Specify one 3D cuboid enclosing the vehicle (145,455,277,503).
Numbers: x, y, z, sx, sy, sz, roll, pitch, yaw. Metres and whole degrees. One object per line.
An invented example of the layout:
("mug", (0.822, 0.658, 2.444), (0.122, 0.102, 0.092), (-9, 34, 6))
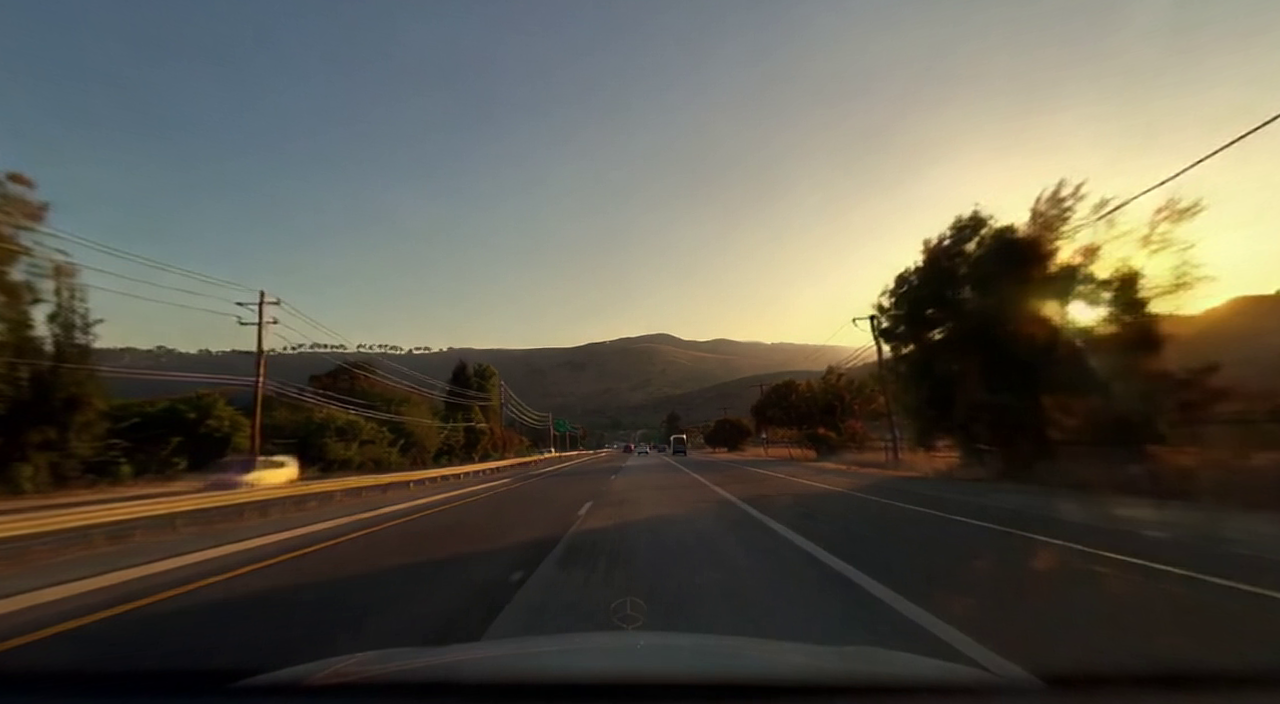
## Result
("vehicle", (-16.633, 4.902, 24.815), (1.881, 1.598, 4.569), (0, -8, 1))
